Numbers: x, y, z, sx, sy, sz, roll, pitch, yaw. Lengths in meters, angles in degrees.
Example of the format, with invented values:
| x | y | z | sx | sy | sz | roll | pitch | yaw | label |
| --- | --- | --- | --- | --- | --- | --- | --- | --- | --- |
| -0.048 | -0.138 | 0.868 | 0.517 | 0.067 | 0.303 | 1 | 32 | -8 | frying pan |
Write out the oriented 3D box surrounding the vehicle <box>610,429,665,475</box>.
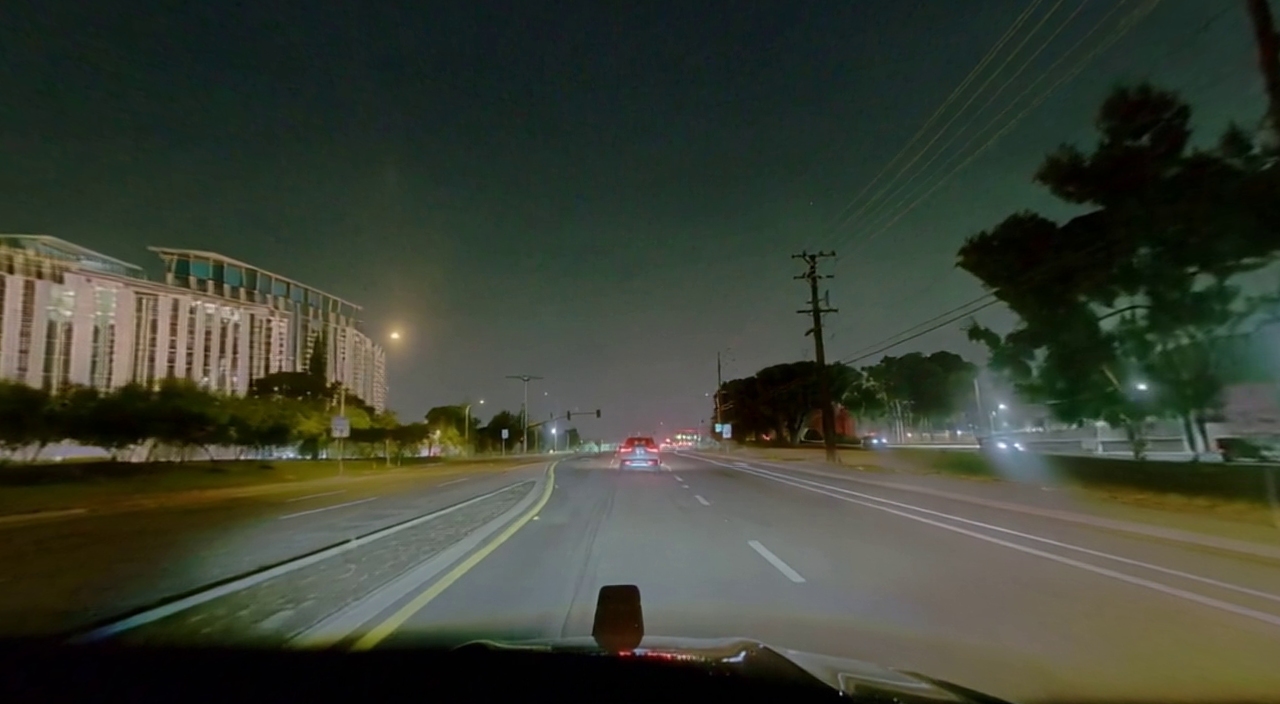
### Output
| x | y | z | sx | sy | sz | roll | pitch | yaw | label |
| --- | --- | --- | --- | --- | --- | --- | --- | --- | --- |
| -0.114 | 4.275 | 27.122 | 2.189 | 1.776 | 4.342 | 0 | -9 | 0 | vehicle |

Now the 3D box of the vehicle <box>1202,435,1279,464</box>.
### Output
| x | y | z | sx | sy | sz | roll | pitch | yaw | label |
| --- | --- | --- | --- | --- | --- | --- | --- | --- | --- |
| 31.137 | 4.941 | 32.120 | 1.610 | 1.397 | 3.842 | -1 | -9 | 2 | vehicle |
